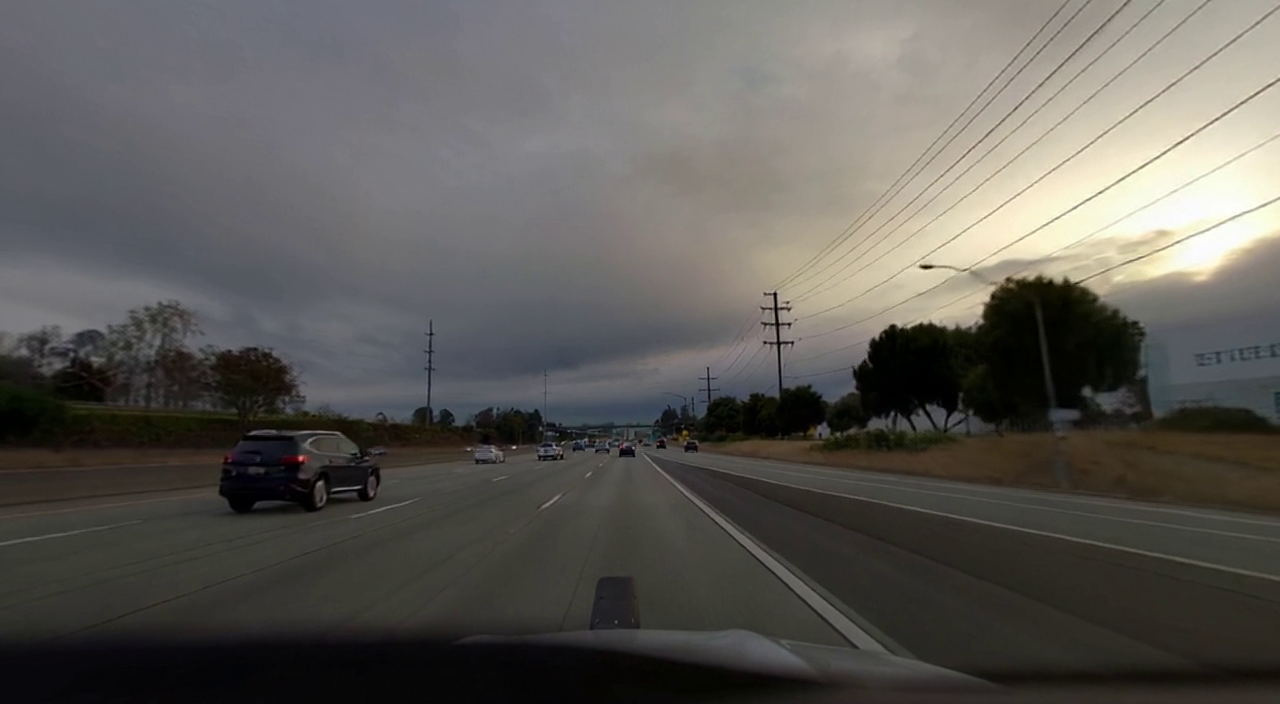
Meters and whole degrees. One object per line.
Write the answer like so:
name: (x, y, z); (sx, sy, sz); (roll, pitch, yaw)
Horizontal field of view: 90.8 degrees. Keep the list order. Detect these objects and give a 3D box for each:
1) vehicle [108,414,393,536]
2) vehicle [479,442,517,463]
vehicle: (-6.898, 2.240, 12.211); (2.115, 1.799, 5.444); (0, -9, -1)
vehicle: (-10.796, 7.694, 48.377); (1.887, 1.473, 4.352); (0, -9, 0)
